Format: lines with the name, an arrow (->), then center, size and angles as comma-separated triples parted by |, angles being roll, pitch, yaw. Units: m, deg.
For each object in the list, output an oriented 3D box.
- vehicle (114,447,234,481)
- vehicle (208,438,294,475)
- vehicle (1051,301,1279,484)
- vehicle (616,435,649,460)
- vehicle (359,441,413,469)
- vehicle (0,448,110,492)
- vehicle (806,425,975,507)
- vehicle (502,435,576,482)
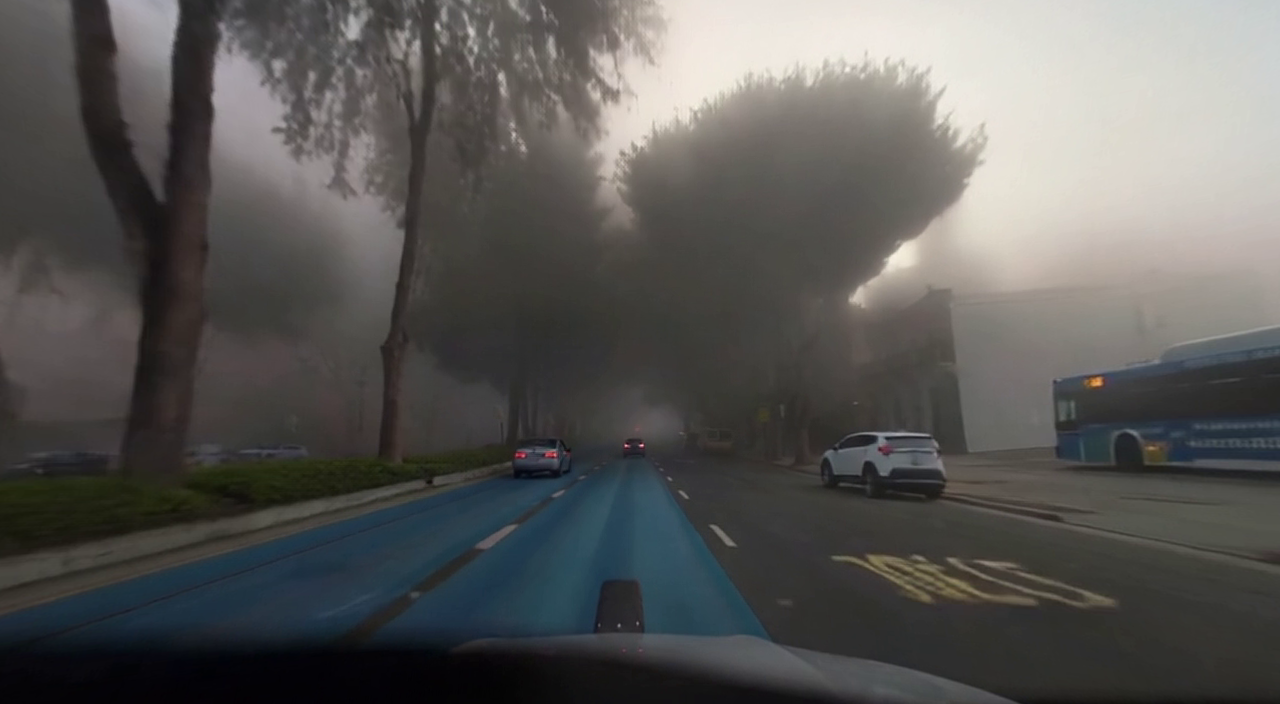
vehicle -> -22.176, 5.319, 30.369 | 2.137, 1.493, 4.852 | 0, -8, -1
vehicle -> -21.862, 5.882, 35.793 | 1.947, 1.857, 4.851 | -1, -9, -3
vehicle -> 17.734, 1.001, 16.176 | 3.225, 4.571, 16.558 | -3, -8, 0
vehicle -> -0.487, 6.202, 40.901 | 1.999, 1.520, 3.896 | 0, -8, -1
vehicle -> -15.454, 6.257, 38.665 | 1.806, 1.590, 4.151 | 0, -8, -3
vehicle -> -22.100, 4.322, 23.488 | 1.655, 1.455, 3.653 | 0, -9, -2
vehicle -> 6.366, 2.965, 17.039 | 2.206, 1.803, 5.753 | 0, -8, 0
vehicle -> -3.504, 3.789, 22.787 | 1.934, 1.522, 4.287 | 0, -8, 1
